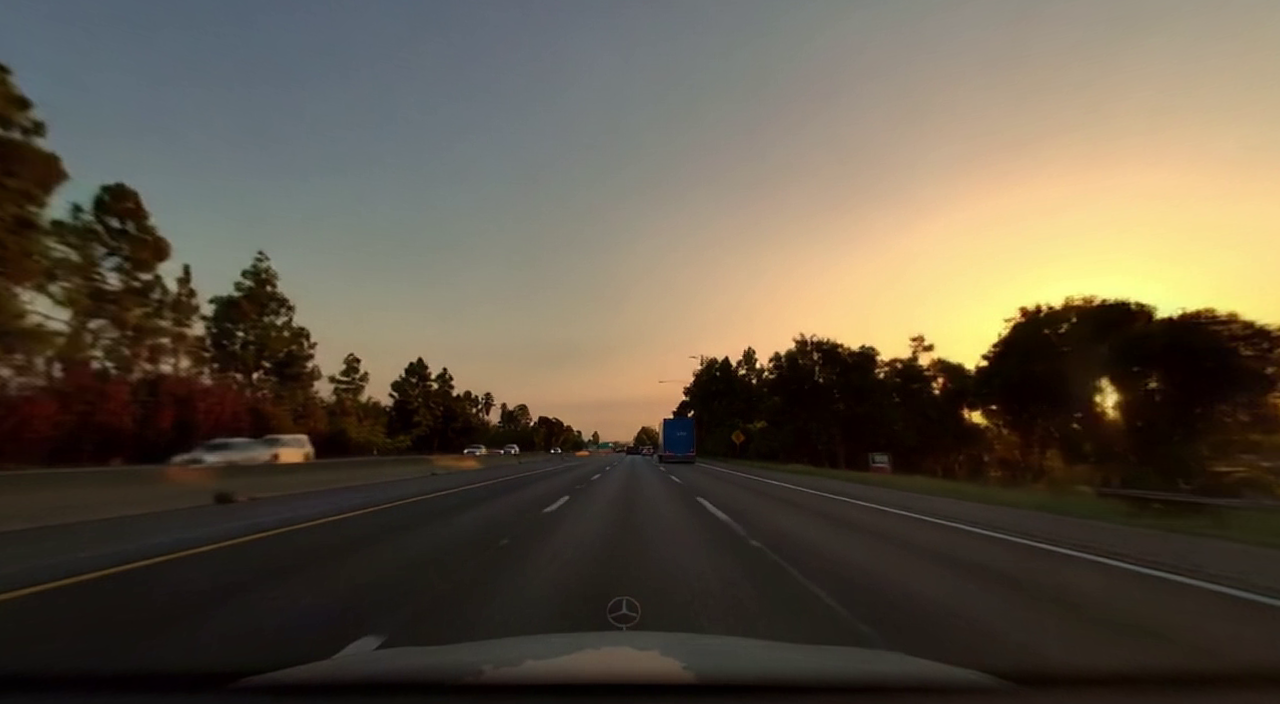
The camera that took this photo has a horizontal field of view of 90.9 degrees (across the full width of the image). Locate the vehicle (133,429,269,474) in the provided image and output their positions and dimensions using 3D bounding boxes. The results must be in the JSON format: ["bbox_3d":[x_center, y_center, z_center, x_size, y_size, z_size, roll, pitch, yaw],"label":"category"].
[{"bbox_3d":[-15.895,3.644,23.156,1.826,1.466,4.425,0,-9,0],"label":"vehicle"}]
